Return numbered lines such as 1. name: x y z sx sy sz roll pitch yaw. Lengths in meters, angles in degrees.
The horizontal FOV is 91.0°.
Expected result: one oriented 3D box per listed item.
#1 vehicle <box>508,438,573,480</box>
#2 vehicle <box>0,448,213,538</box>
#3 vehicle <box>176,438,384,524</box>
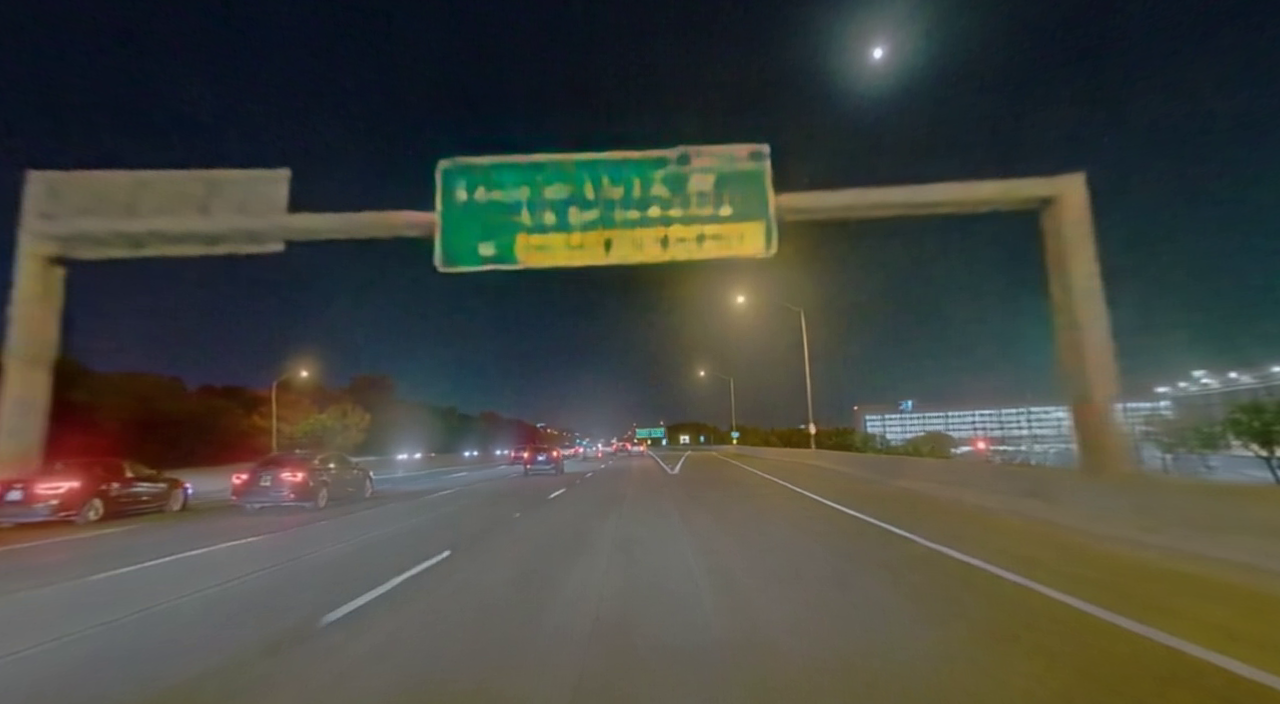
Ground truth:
1. vehicle: -4.360 4.787 28.358 2.158 1.717 4.375 0 -9 1
2. vehicle: -11.848 2.873 13.571 2.003 1.595 4.532 0 -9 1
3. vehicle: -7.979 2.873 14.627 2.071 1.661 4.540 0 -9 1
